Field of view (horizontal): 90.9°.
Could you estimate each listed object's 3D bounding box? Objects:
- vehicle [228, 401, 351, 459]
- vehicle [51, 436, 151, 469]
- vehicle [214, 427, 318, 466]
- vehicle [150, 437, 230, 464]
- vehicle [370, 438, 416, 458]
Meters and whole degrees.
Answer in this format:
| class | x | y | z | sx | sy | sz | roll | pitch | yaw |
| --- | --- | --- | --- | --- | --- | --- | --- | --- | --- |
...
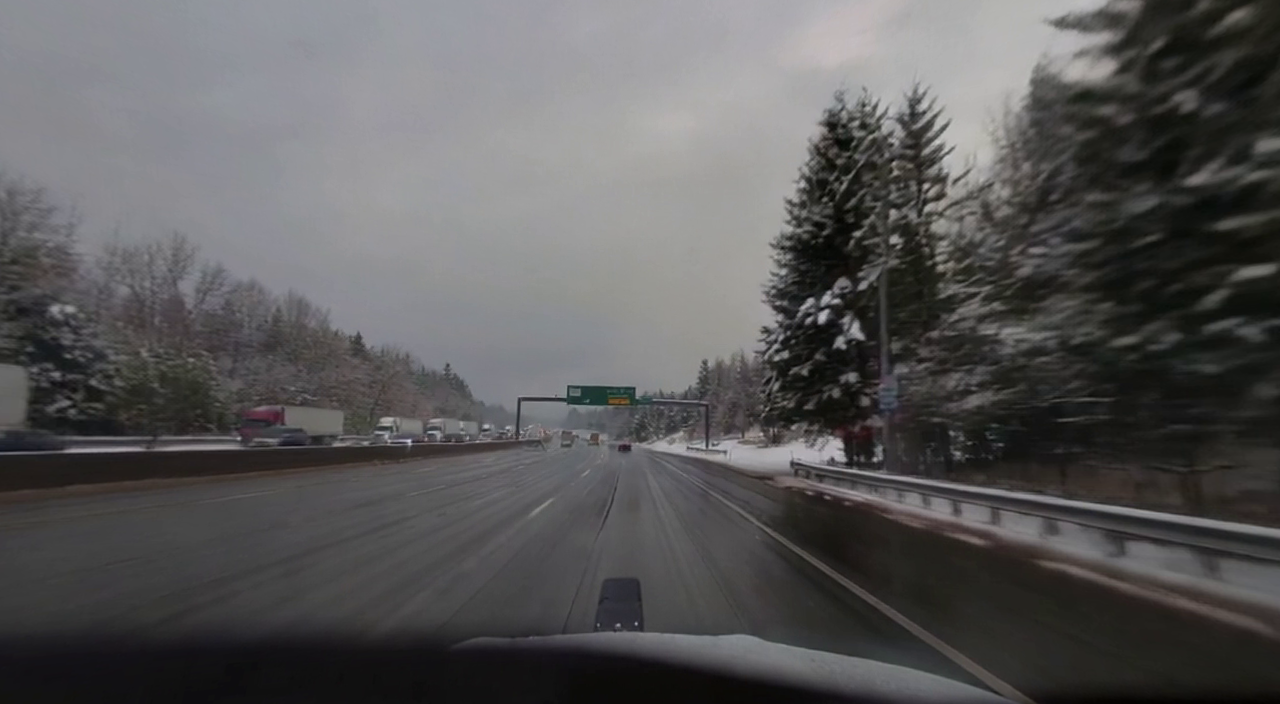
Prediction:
| class | x | y | z | sx | sy | sz | roll | pitch | yaw |
| --- | --- | --- | --- | --- | --- | --- | --- | --- | --- |
| vehicle | -26.118 | 6.005 | 48.020 | 2.922 | 3.800 | 11.932 | 0 | -8 | -2 |
| vehicle | -25.566 | 4.746 | 30.049 | 1.694 | 1.429 | 3.479 | 0 | -8 | -1 |
| vehicle | -17.955 | 4.536 | 30.598 | 2.070 | 1.725 | 4.946 | 0 | -8 | -1 |
| vehicle | -25.866 | 5.663 | 36.398 | 1.741 | 1.455 | 3.896 | 0 | -8 | 0 |
| vehicle | -18.981 | 7.372 | 48.626 | 1.896 | 1.425 | 4.391 | 0 | -8 | -1 |
